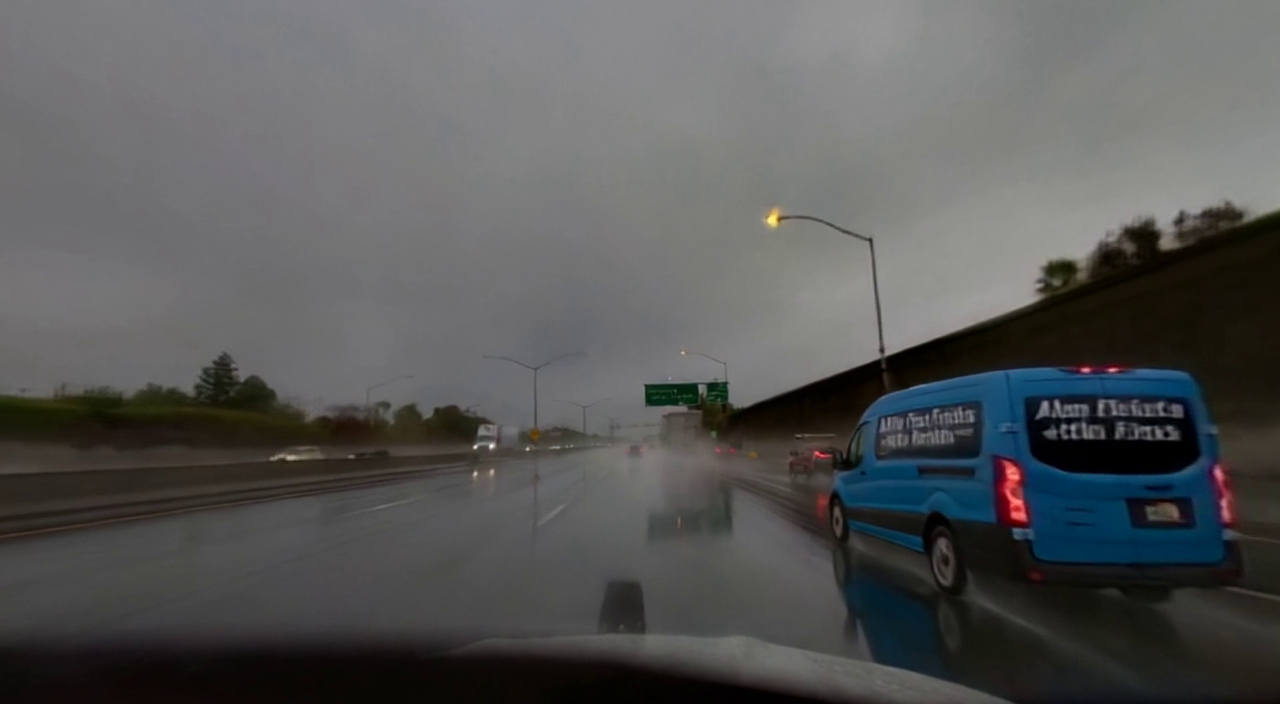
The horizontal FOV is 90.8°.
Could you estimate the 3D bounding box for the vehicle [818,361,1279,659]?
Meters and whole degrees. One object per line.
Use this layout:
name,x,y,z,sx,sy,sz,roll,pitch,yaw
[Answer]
vehicle,3.630,1.379,6.609,2.035,1.931,4.841,0,-9,-1
